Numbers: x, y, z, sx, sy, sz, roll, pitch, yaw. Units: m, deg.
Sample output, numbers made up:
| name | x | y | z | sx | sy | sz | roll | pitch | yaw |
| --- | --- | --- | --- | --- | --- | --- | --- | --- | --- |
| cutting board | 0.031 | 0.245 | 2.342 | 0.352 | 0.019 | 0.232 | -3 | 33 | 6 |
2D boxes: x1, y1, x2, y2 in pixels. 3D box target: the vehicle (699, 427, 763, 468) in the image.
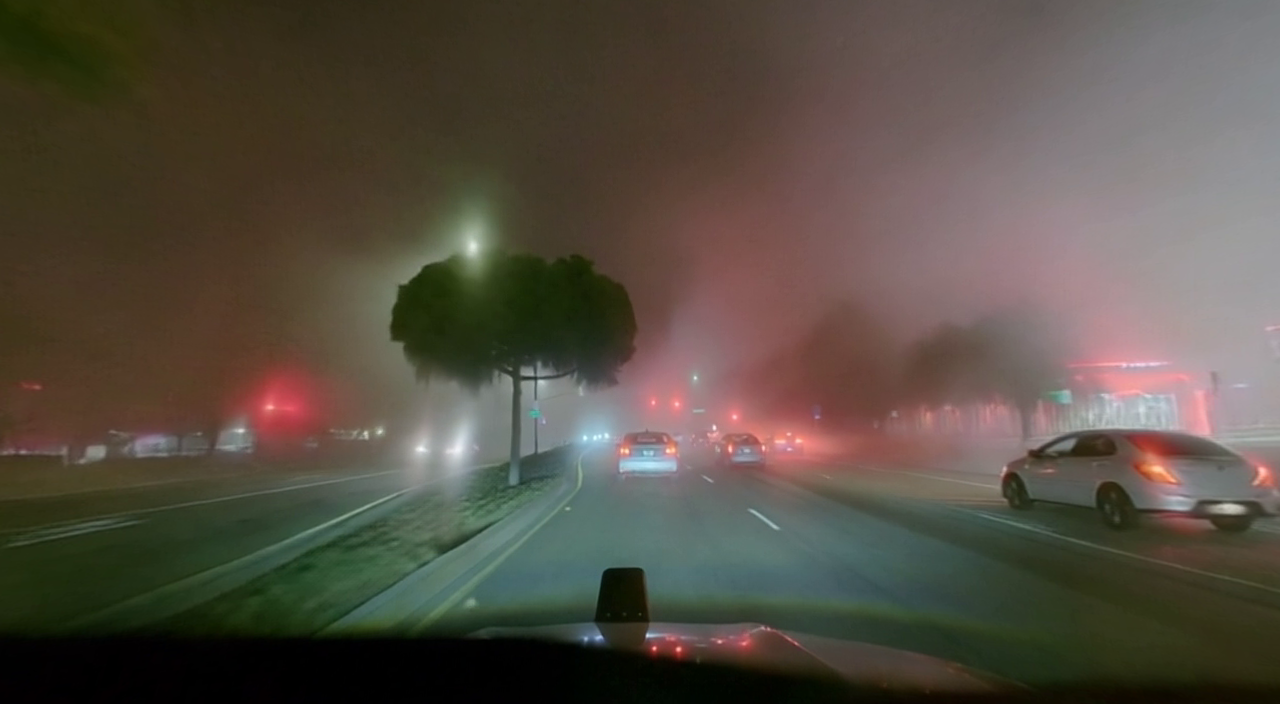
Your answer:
| name | x | y | z | sx | sy | sz | roll | pitch | yaw |
| --- | --- | --- | --- | --- | --- | --- | --- | --- | --- |
| vehicle | 3.689 | 3.954 | 26.275 | 1.988 | 1.528 | 4.144 | 0 | -8 | -1 |

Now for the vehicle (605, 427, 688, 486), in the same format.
| name | x | y | z | sx | sy | sz | roll | pitch | yaw |
| --- | --- | --- | --- | --- | --- | --- | --- | --- | --- |
| vehicle | 0.211 | 2.932 | 17.982 | 2.096 | 1.473 | 3.893 | -1 | -8 | 1 |

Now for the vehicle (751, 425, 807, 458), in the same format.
| name | x | y | z | sx | sy | sz | roll | pitch | yaw |
| --- | --- | --- | --- | --- | --- | --- | --- | --- | --- |
| vehicle | 7.615 | 4.971 | 34.934 | 2.044 | 1.701 | 4.397 | 0 | -8 | 0 |

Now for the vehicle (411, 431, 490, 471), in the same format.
| name | x | y | z | sx | sy | sz | roll | pitch | yaw |
| --- | --- | --- | --- | --- | --- | --- | --- | --- | --- |
| vehicle | -8.335 | 4.391 | 28.172 | 2.044 | 1.610 | 4.463 | -1 | -8 | 2 |

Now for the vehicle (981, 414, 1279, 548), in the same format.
| name | x | y | z | sx | sy | sz | roll | pitch | yaw |
| --- | --- | --- | --- | --- | --- | --- | --- | --- | --- |
| vehicle | 7.283 | 1.781 | 9.451 | 1.892 | 1.515 | 4.400 | 0 | -8 | 1 |
